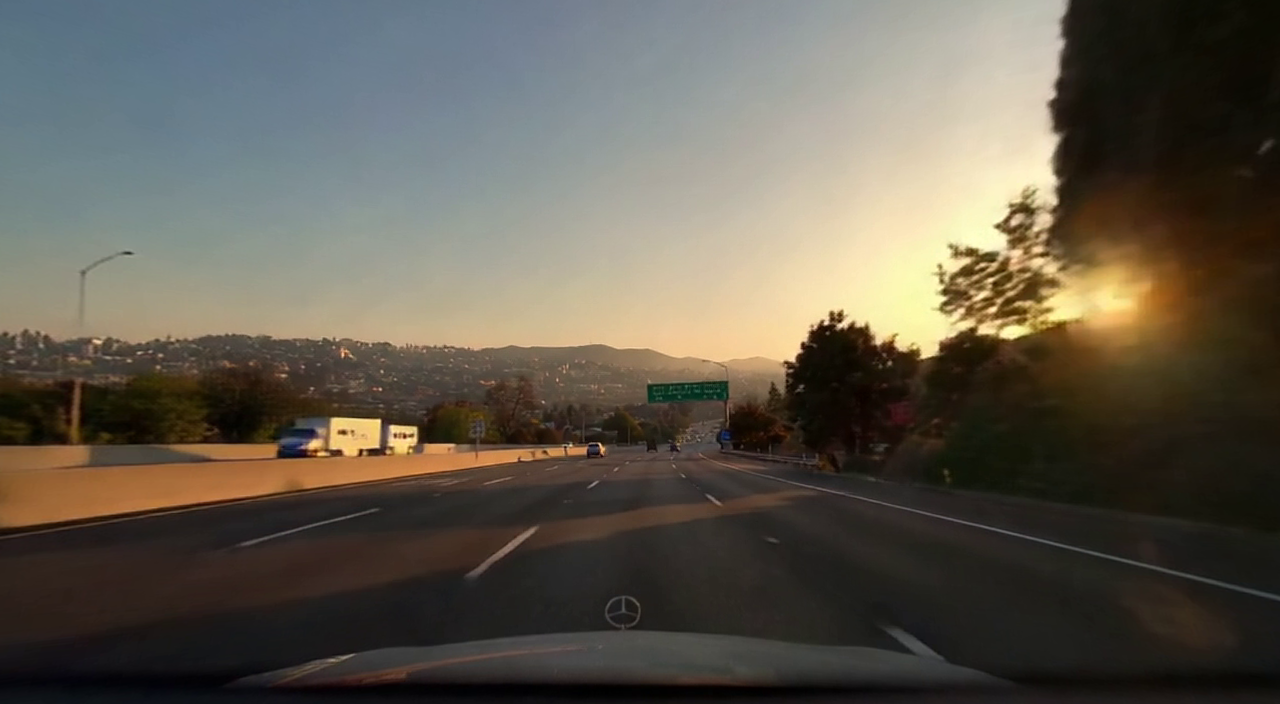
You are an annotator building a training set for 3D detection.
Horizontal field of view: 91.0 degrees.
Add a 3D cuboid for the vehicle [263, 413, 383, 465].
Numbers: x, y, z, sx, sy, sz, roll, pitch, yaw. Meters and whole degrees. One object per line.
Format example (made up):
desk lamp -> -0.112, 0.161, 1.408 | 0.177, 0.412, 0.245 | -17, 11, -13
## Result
vehicle -> -23.097, 6.526, 46.830 | 3.343, 3.439, 10.043 | 0, -9, 2
